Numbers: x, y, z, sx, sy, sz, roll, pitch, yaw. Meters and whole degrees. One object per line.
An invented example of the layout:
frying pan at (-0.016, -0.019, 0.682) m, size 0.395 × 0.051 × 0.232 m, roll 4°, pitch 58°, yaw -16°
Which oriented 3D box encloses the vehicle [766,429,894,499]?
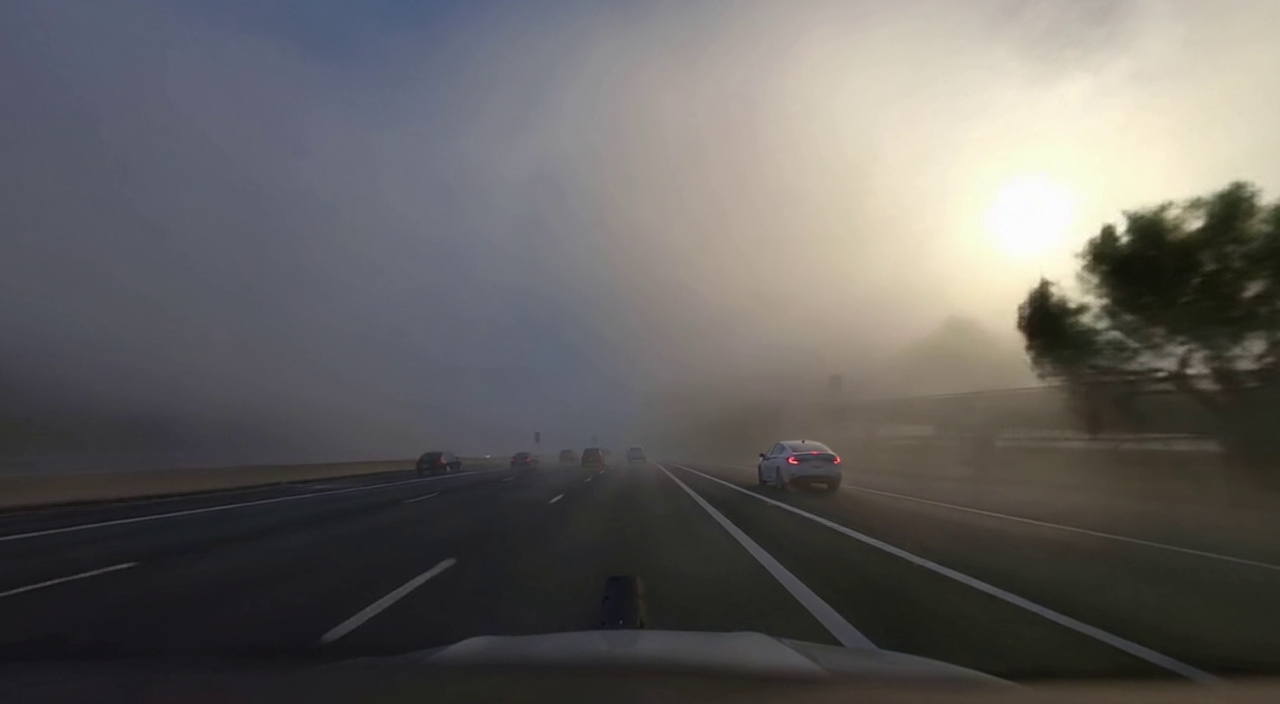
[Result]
vehicle at (5.494, 3.328, 19.045) m, size 2.259 × 1.816 × 4.862 m, roll 0°, pitch -9°, yaw -1°

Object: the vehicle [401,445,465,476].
vehicle at (-11.605, 6.108, 35.645) m, size 2.107 × 1.628 × 4.446 m, roll 0°, pitch -9°, yaw 0°

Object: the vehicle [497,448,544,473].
vehicle at (-7.561, 6.884, 40.284) m, size 2.071 × 1.486 × 4.703 m, roll 0°, pitch -9°, yaw 0°
